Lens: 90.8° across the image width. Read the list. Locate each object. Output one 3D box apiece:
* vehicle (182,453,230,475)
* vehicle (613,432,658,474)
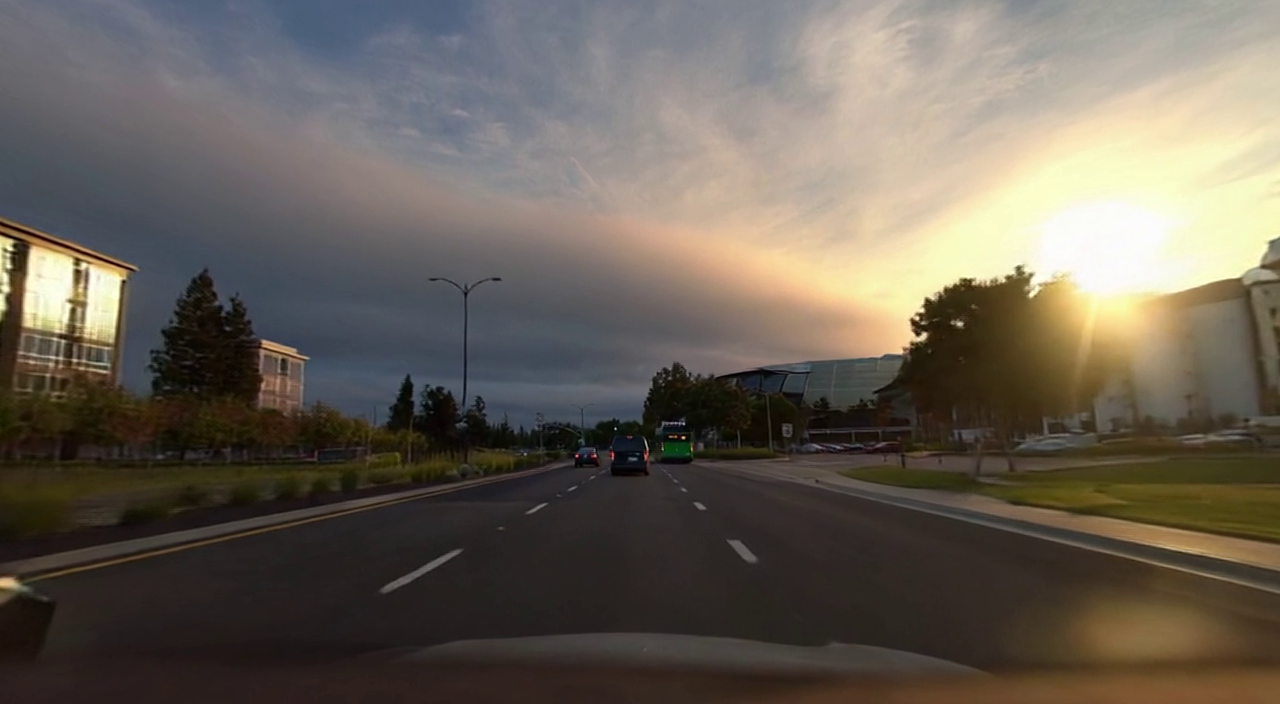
[{"bbox_3d":[-32.431,8.335,47.138,2.113,1.537,4.545,8,-12,-42],"label":"vehicle"},{"bbox_3d":[-0.198,5.597,35.067,2.336,2.122,5.207,0,-9,1],"label":"vehicle"}]
